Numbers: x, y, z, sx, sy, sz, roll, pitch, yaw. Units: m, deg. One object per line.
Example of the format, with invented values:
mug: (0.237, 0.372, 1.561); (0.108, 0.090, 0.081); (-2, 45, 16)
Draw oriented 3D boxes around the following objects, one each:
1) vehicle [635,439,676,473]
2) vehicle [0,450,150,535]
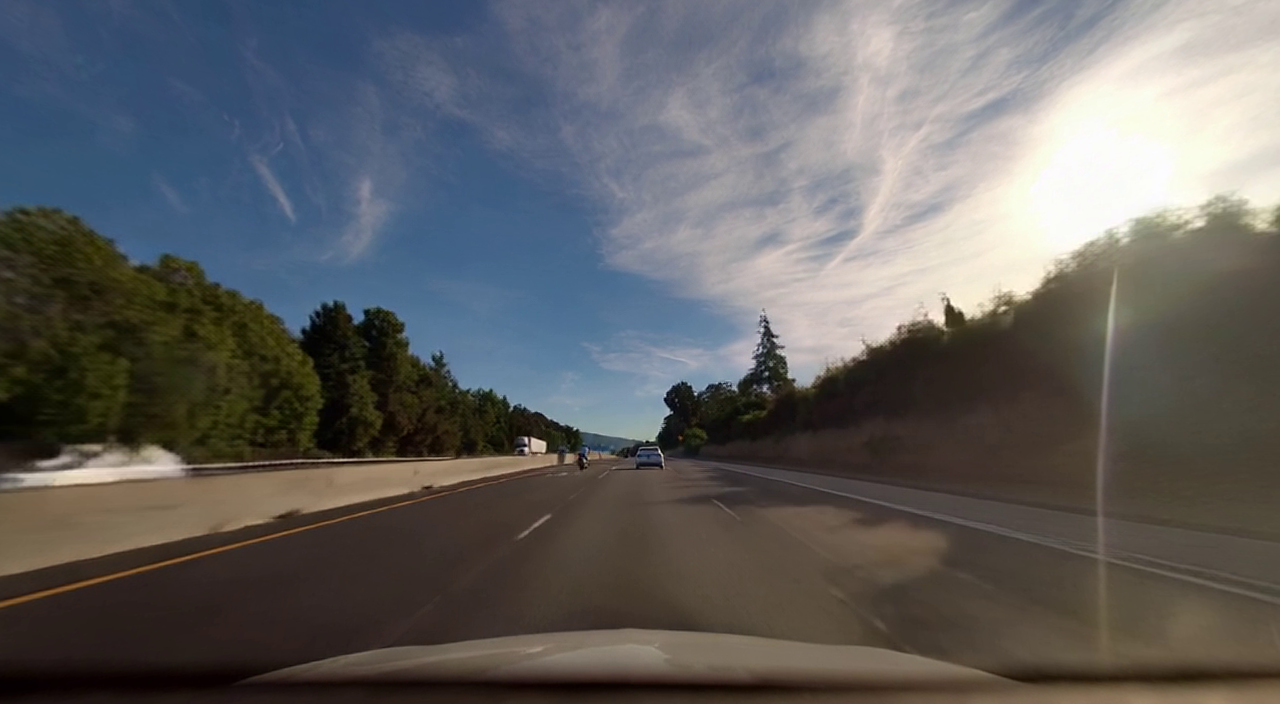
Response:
vehicle: (0.852, 6.009, 36.572); (2.247, 1.825, 4.036); (0, -9, 1)
vehicle: (-12.202, 2.631, 12.081); (2.009, 1.464, 4.489); (0, -9, 0)
